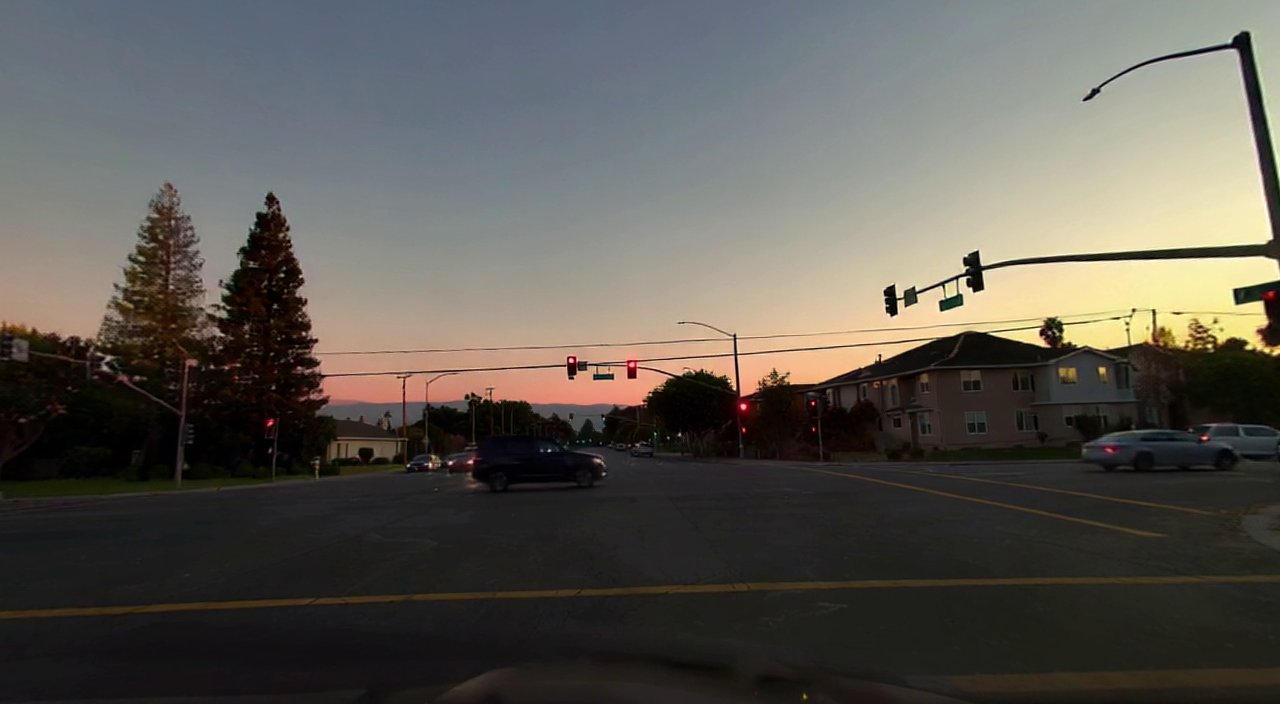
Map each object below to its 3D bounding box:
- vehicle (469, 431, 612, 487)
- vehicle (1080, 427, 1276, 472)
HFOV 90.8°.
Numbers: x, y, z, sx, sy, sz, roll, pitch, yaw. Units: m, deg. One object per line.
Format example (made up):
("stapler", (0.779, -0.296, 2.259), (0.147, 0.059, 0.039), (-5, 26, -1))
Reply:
("vehicle", (-3.203, 3.554, 21.103), (4.431, 1.739, 1.935), (0, -9, 0))
("vehicle", (18.280, 3.333, 21.659), (4.823, 1.449, 2.017), (0, -9, 0))
